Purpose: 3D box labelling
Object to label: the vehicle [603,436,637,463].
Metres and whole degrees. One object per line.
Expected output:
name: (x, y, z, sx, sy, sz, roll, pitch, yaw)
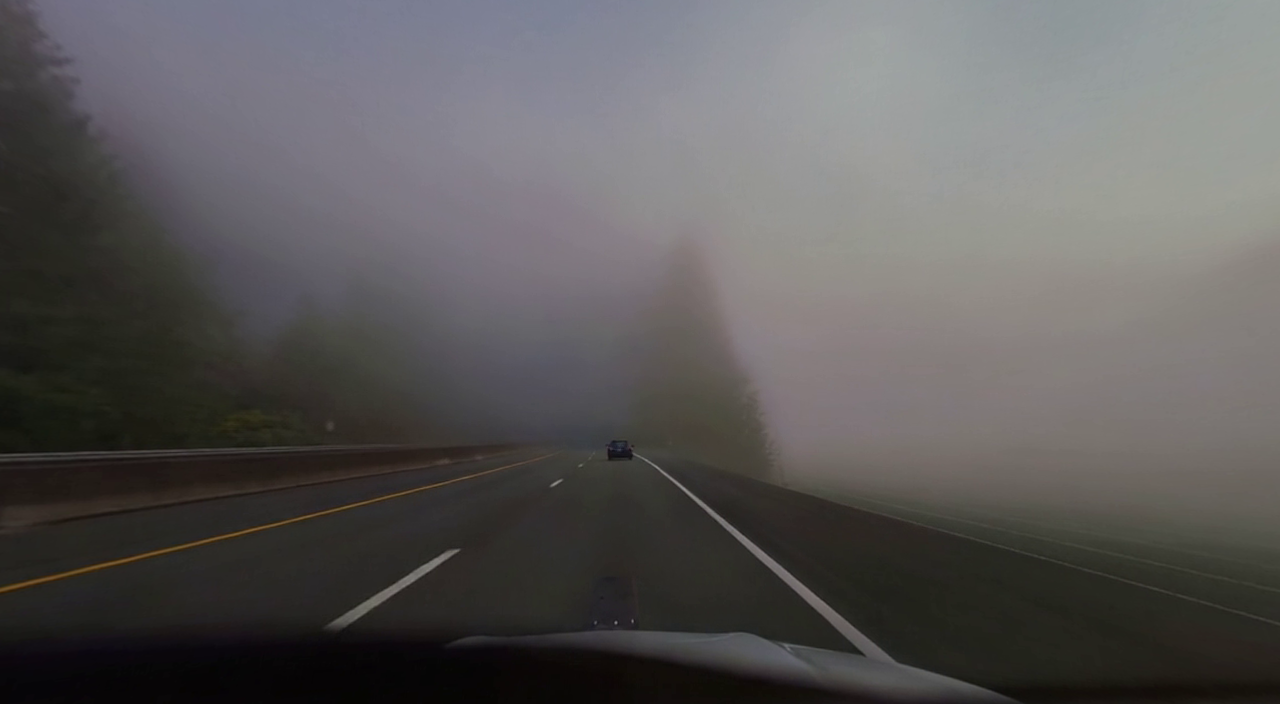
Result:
vehicle: (-1.234, 5.986, 38.913, 2.004, 1.515, 3.968, 0, -8, -2)
